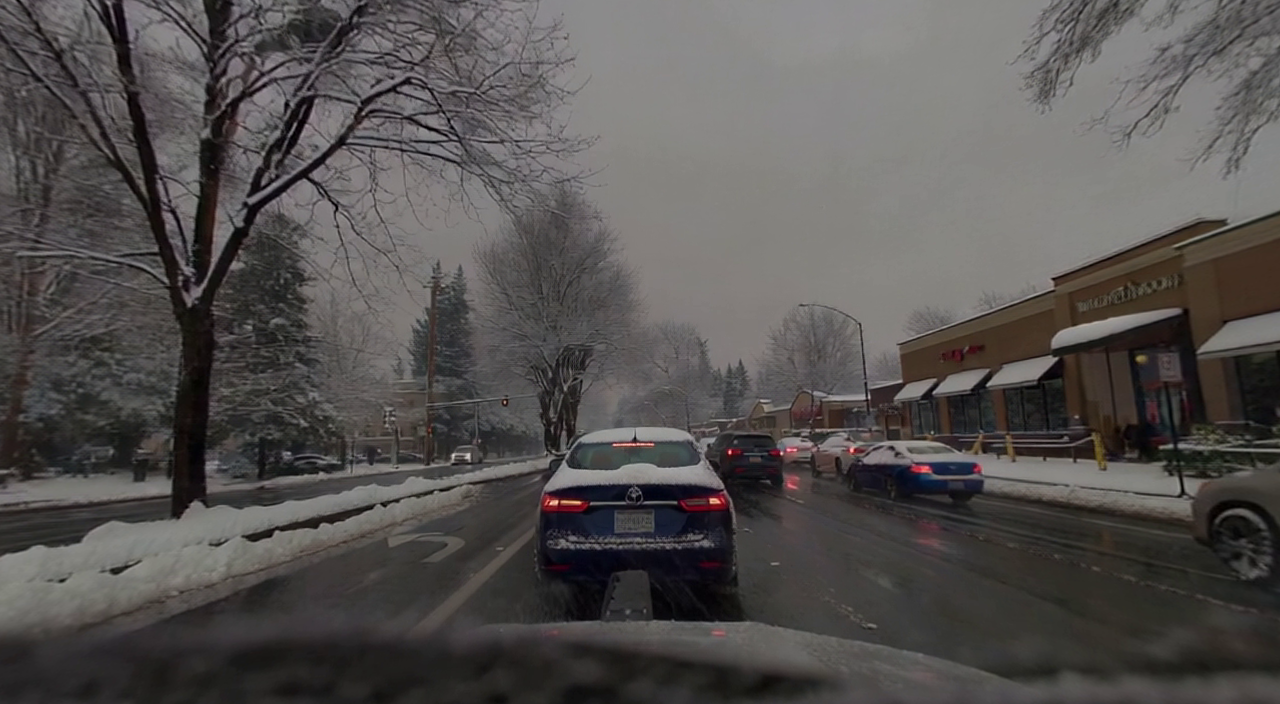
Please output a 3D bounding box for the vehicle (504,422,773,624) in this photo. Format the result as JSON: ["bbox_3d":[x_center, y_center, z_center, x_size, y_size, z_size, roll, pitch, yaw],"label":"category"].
[{"bbox_3d":[-0.035,1.584,6.904,1.977,1.465,4.376,0,-8,-1],"label":"vehicle"}]

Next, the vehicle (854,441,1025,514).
[{"bbox_3d":[6.882,2.886,15.138,1.911,1.468,4.417,0,-8,0],"label":"vehicle"}]

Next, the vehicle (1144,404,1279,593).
[{"bbox_3d":[6.885,1.234,5.023,1.988,1.727,4.584,0,-8,2],"label":"vehicle"}]
